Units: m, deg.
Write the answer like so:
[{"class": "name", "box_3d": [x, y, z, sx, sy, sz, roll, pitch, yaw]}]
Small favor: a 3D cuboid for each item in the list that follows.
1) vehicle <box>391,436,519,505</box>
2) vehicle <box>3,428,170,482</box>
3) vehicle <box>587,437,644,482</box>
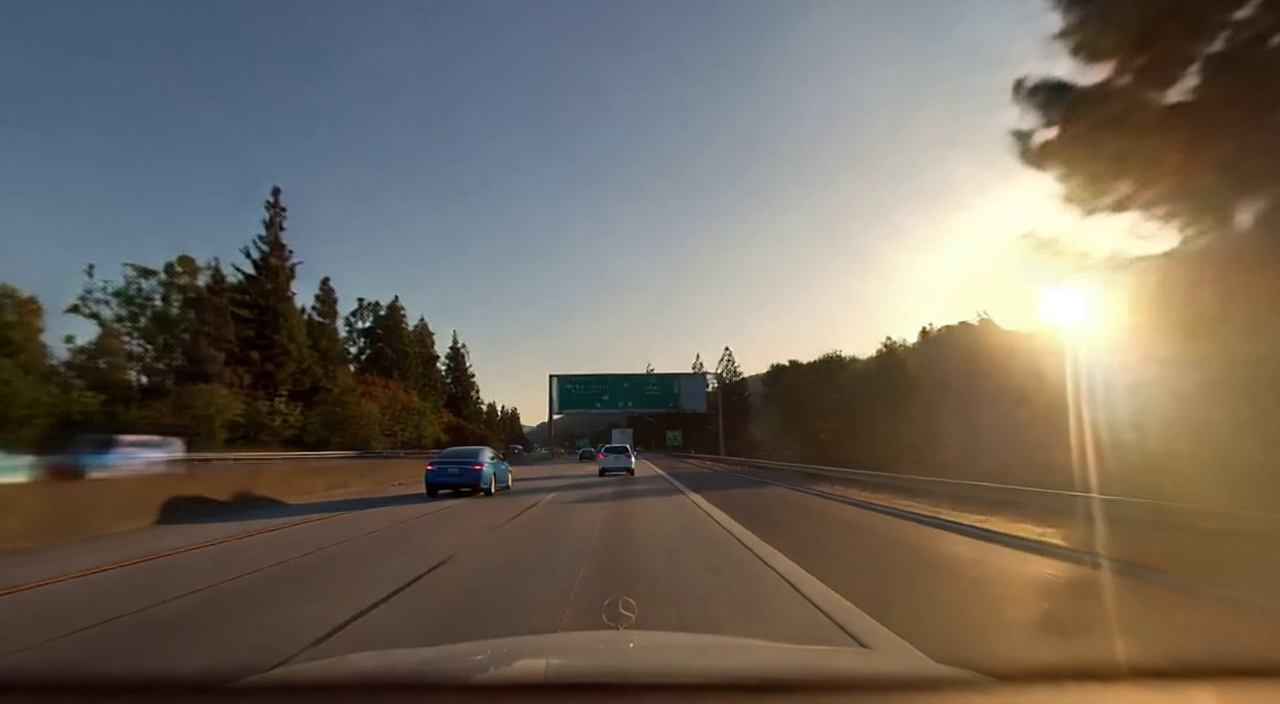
[{"class": "vehicle", "box_3d": [-4.843, 3.178, 17.238, 2.103, 1.588, 4.709, -1, -9, 0]}, {"class": "vehicle", "box_3d": [-17.804, 3.337, 20.456, 1.851, 1.567, 3.967, 0, -9, -1]}, {"class": "vehicle", "box_3d": [-1.005, 4.470, 26.333, 2.220, 1.711, 4.056, 0, -9, -2]}]
